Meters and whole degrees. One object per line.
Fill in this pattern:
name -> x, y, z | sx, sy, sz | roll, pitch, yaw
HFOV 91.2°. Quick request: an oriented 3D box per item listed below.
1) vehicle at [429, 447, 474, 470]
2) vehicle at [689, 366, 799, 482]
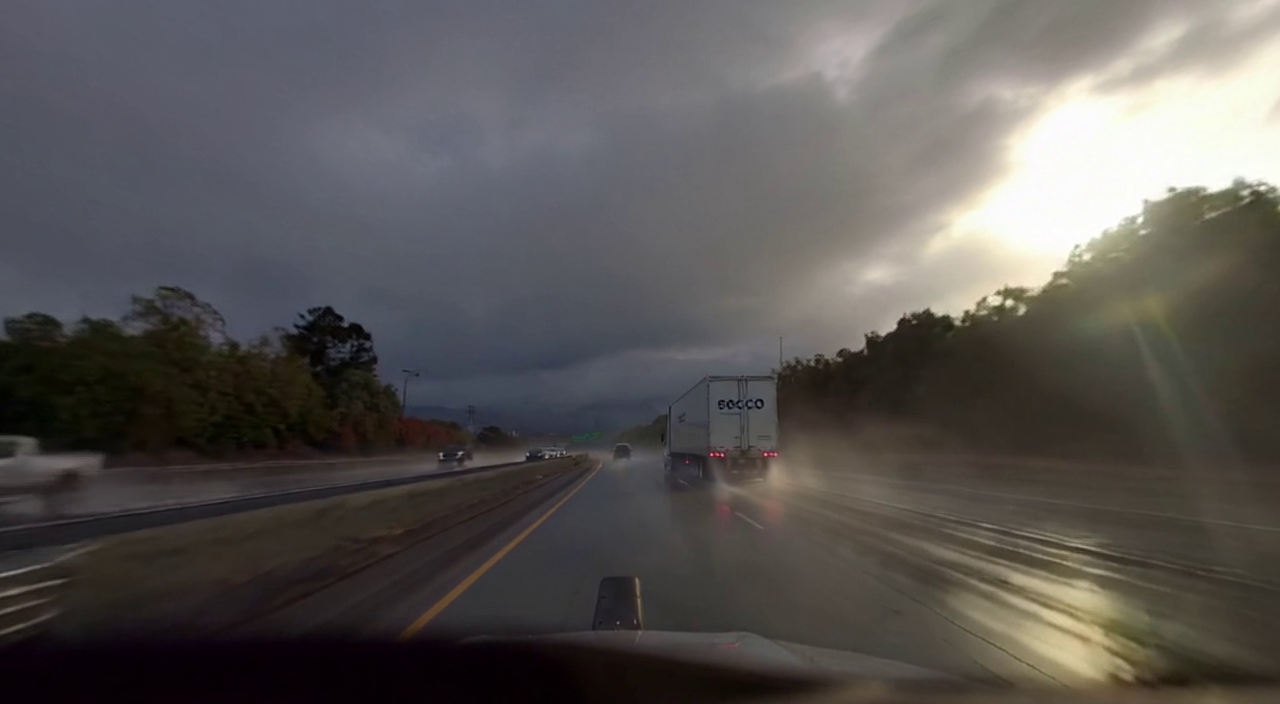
vehicle -> -14.179, 8.020, 47.514 | 1.981, 1.654, 4.727 | -1, -9, 0
vehicle -> 3.877, 3.068, 25.649 | 2.892, 3.928, 8.380 | 0, -9, -1
